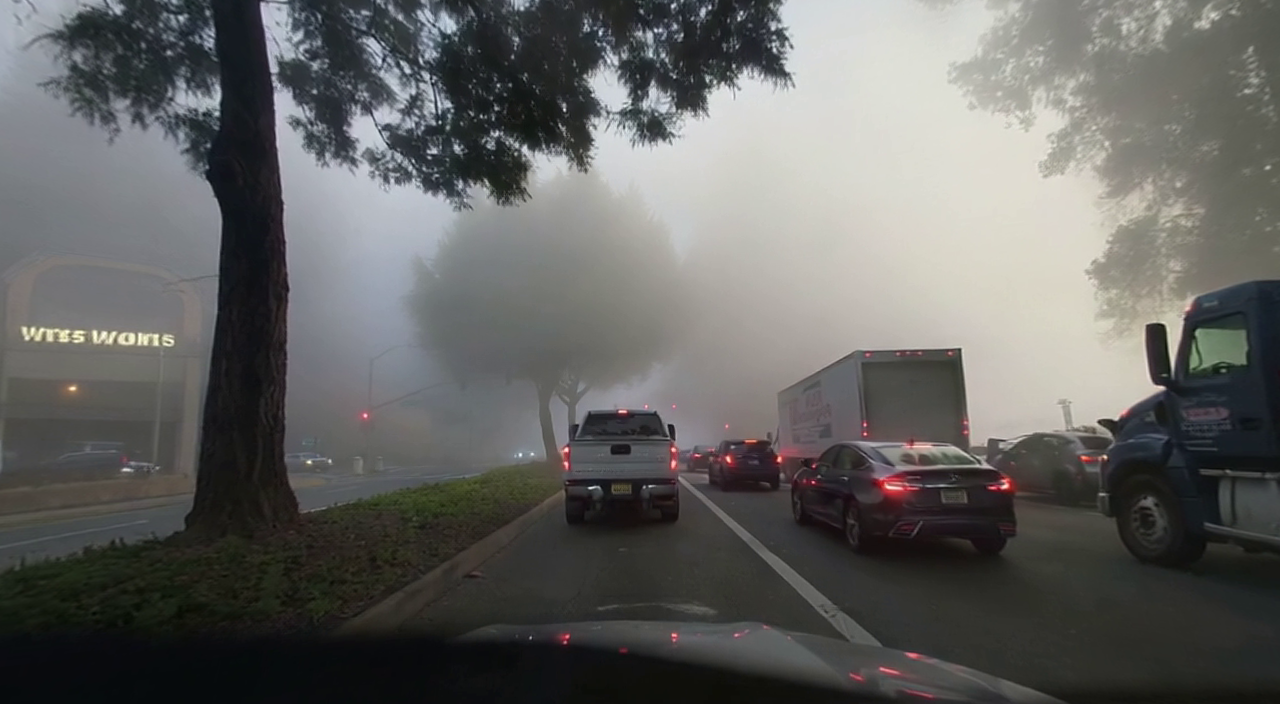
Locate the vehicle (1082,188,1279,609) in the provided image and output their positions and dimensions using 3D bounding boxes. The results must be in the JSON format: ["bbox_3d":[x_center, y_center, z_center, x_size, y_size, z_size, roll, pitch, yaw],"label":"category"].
[{"bbox_3d":[6.521,0.116,3.377,2.802,3.322,7.429,0,-9,0],"label":"vehicle"}]

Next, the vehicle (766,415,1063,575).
[{"bbox_3d":[3.263,1.810,8.904,1.905,1.587,4.998,0,-9,0],"label":"vehicle"}]

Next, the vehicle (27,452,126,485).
[{"bbox_3d":[-28.577,5.888,32.196,1.730,1.534,3.922,1,-9,-7],"label":"vehicle"}]

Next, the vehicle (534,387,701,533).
[{"bbox_3d":[-0.370,2.005,12.131,2.499,2.183,5.111,0,-9,-1],"label":"vehicle"}]

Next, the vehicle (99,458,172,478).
[{"bbox_3d":[-38.193,8.784,47.852,4.150,1.474,1.826,-1,-9,7],"label":"vehicle"}]
